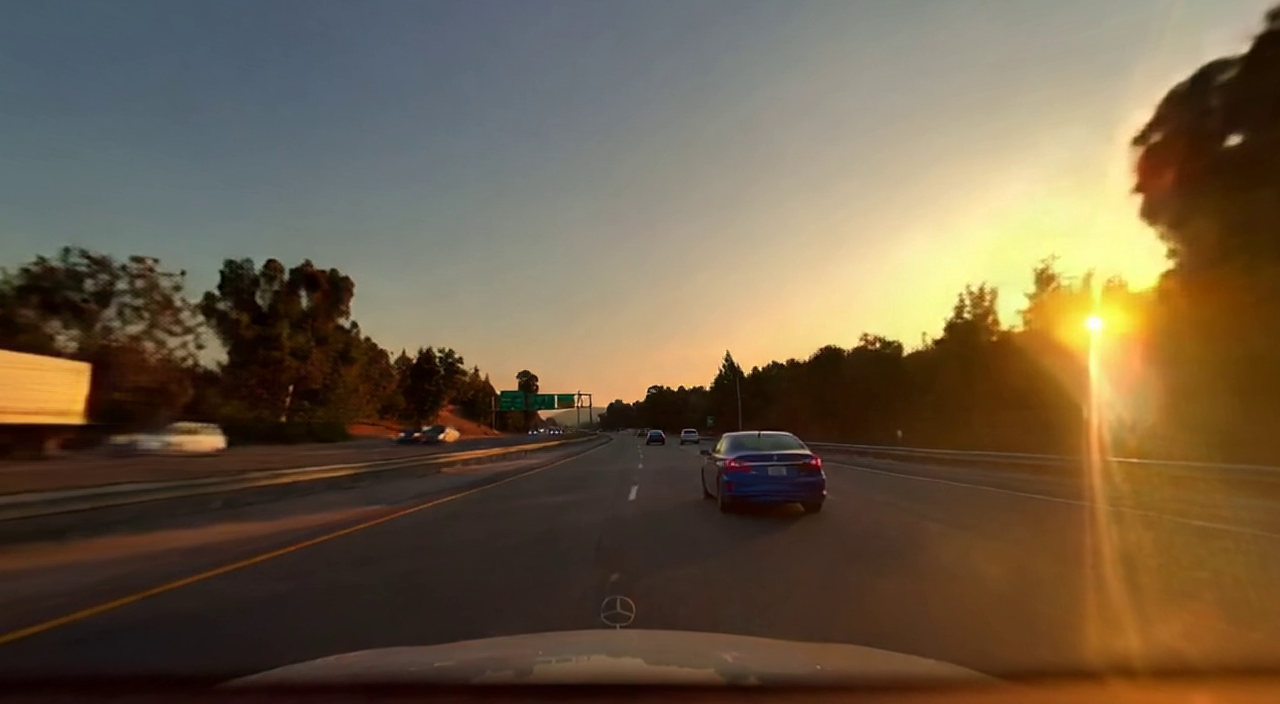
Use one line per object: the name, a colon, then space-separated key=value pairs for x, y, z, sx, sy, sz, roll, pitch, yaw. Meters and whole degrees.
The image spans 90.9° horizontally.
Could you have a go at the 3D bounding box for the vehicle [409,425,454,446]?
vehicle: x=-16.213 y=6.518 z=49.199 sx=2.012 sy=1.579 sz=4.363 roll=0 pitch=-8 yaw=0

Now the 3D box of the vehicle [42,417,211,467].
vehicle: x=-16.449 y=2.912 z=20.520 sx=1.875 sy=1.454 sz=4.252 roll=0 pitch=-8 yaw=1

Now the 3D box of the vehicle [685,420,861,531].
vehicle: x=1.900 y=1.905 z=10.437 sx=1.977 sy=1.443 sz=4.225 roll=0 pitch=-8 yaw=0
